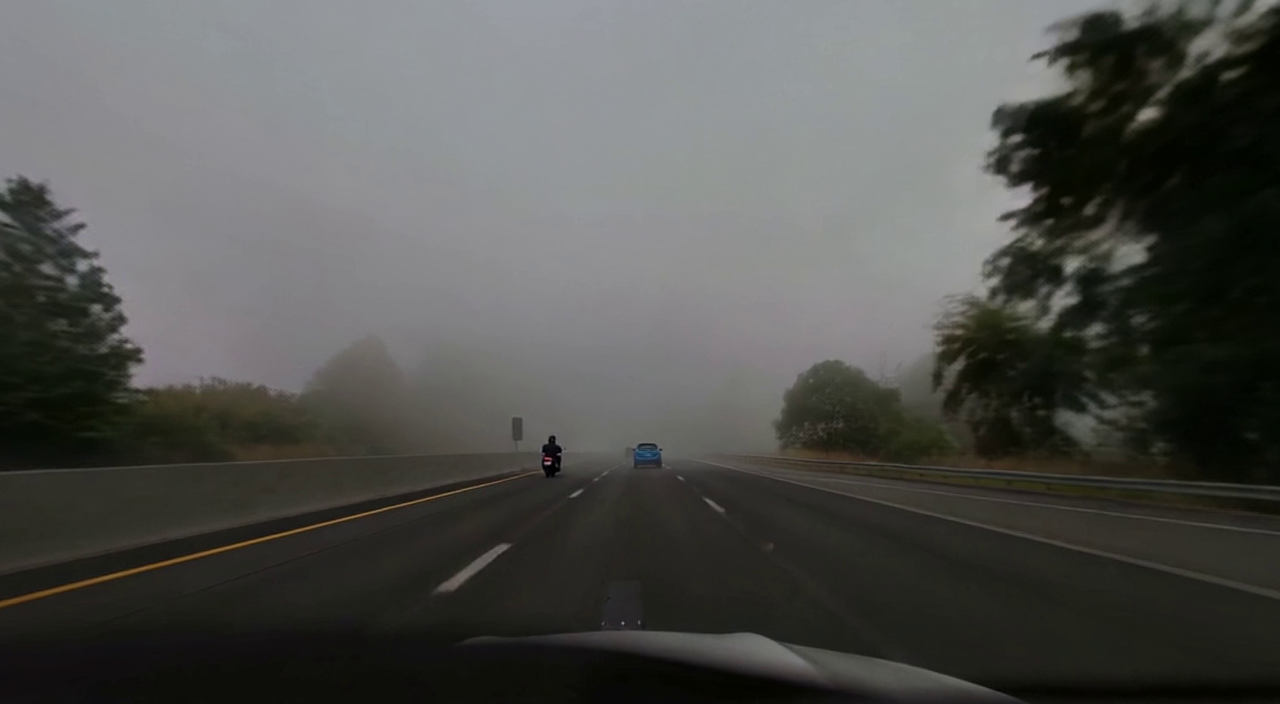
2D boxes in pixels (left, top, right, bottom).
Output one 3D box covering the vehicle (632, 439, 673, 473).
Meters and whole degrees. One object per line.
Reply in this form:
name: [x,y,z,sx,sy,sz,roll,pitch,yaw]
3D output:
vehicle: [0.714,6.026,36.622,2.247,1.825,4.036,0,-9,1]
